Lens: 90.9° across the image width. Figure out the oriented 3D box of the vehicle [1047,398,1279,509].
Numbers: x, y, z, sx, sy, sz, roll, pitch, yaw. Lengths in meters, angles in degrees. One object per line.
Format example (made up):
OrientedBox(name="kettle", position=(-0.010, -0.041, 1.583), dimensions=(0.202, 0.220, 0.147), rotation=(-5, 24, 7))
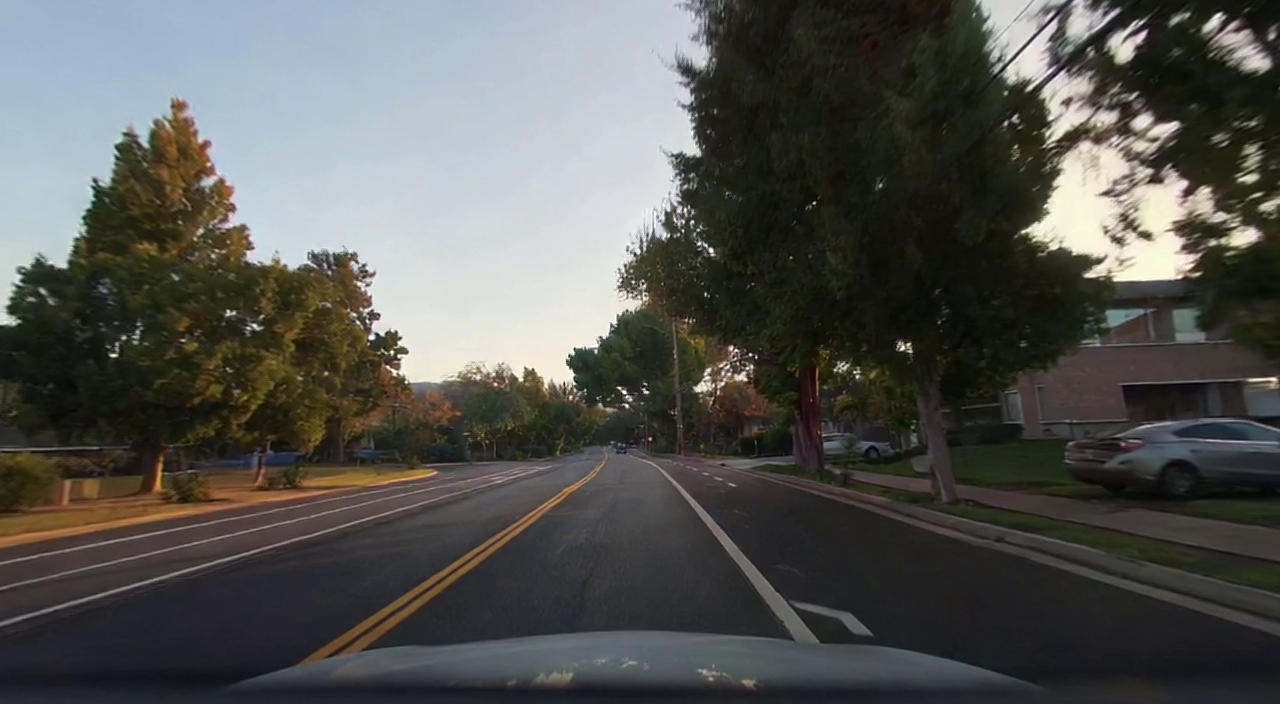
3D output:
OrientedBox(name="vehicle", position=(10.563, 1.864, 11.704), dimensions=(4.461, 1.858, 2.055), rotation=(0, -8, 3))
